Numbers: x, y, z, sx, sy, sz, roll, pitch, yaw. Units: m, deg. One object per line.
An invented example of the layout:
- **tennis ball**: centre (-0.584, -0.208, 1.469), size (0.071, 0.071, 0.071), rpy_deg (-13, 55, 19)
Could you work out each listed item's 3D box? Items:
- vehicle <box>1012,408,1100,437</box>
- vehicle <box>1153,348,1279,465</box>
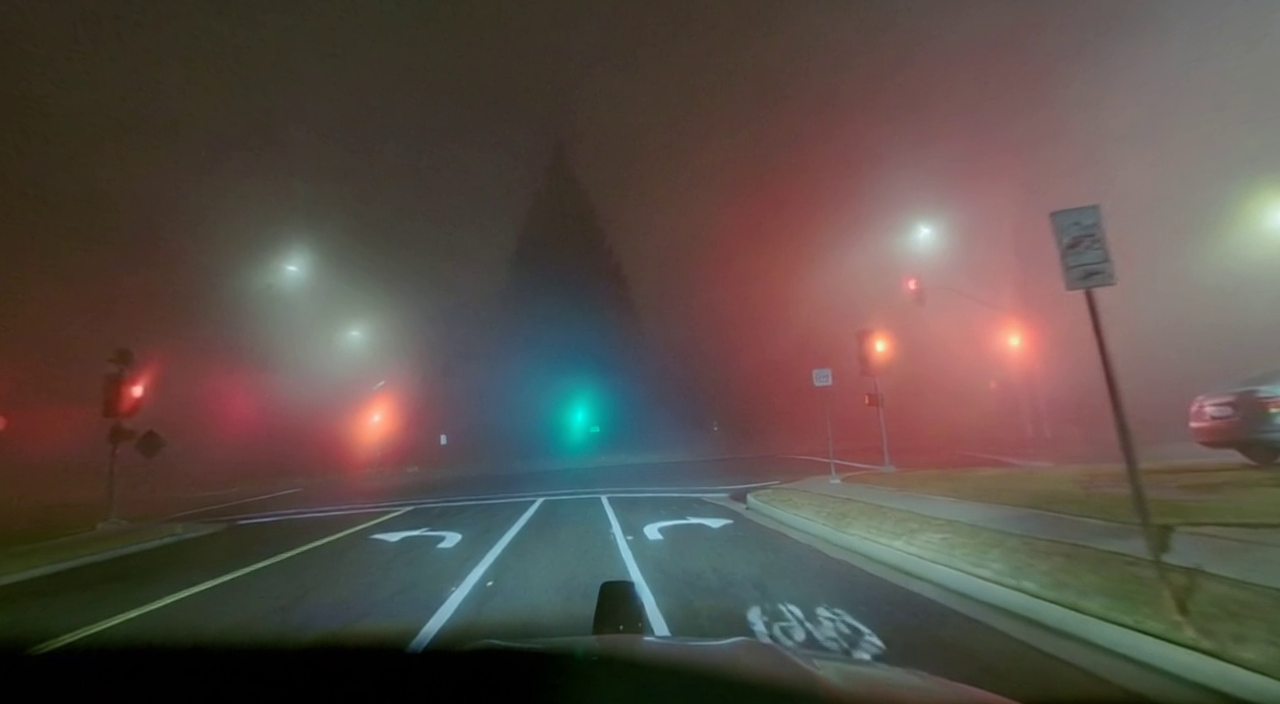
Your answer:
- **vehicle**: centre (27.470, 4.661, 41.531), size (4.475, 1.837, 1.961), rpy_deg (1, -8, -5)
- **vehicle**: centre (12.301, 1.051, 11.111), size (4.562, 1.850, 2.130), rpy_deg (1, -9, -3)
